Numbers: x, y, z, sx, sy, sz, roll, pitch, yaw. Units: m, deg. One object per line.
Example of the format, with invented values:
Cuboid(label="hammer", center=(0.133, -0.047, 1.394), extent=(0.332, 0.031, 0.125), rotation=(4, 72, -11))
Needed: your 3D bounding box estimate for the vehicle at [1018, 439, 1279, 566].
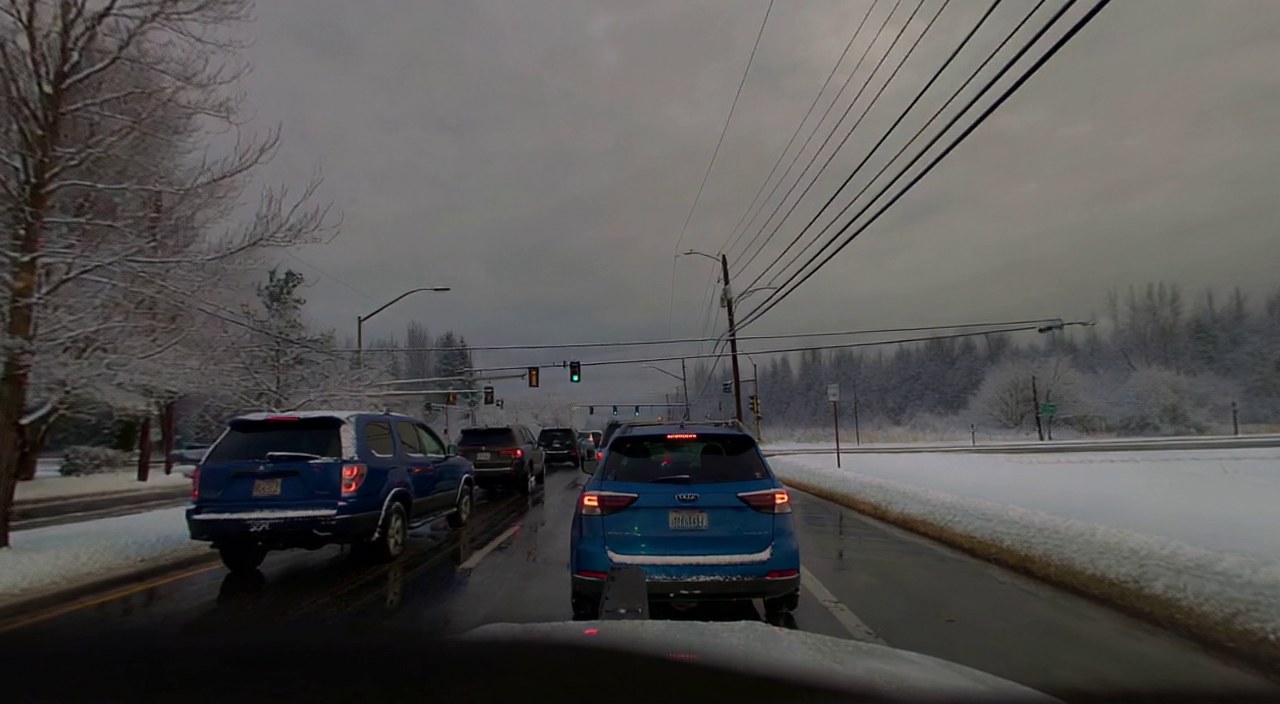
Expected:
Cuboid(label="vehicle", center=(8.378, 2.157, 9.931), extent=(1.993, 1.508, 4.521), rotation=(0, -9, -1))

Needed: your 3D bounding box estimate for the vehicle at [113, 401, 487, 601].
Cuboid(label="vehicle", center=(-3.477, 1.615, 7.703), extent=(2.105, 1.706, 4.337), rotation=(0, -9, 0))

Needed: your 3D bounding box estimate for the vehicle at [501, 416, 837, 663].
Cuboid(label="vehicle", center=(0.111, 1.448, 5.949), extent=(2.056, 1.487, 4.003), rotation=(0, -9, -2))
